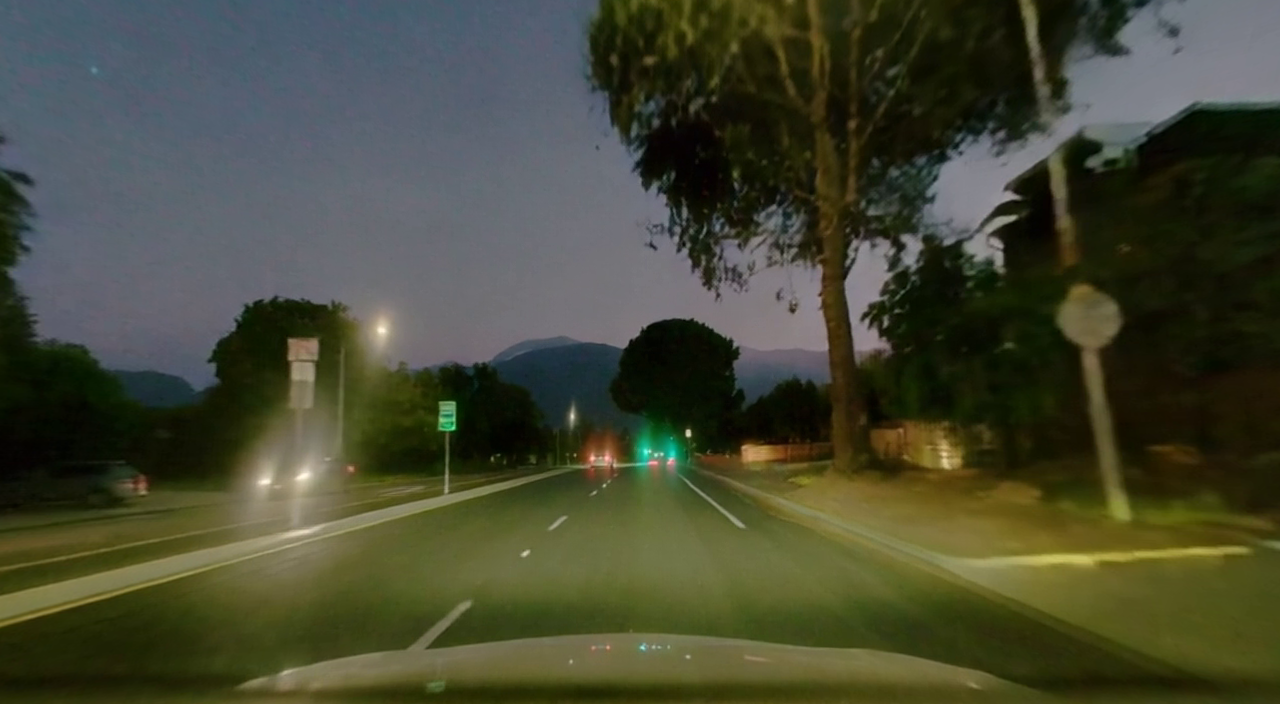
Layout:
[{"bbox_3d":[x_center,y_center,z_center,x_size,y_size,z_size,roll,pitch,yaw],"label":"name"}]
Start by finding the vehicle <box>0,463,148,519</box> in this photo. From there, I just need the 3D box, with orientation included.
[{"bbox_3d":[-19.527,4.606,21.097,4.553,1.681,1.931,-1,-8,4],"label":"vehicle"}]

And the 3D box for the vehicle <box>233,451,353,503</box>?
[{"bbox_3d":[-13.319,4.780,24.594,2.005,1.739,4.563,0,-8,1],"label":"vehicle"}]
